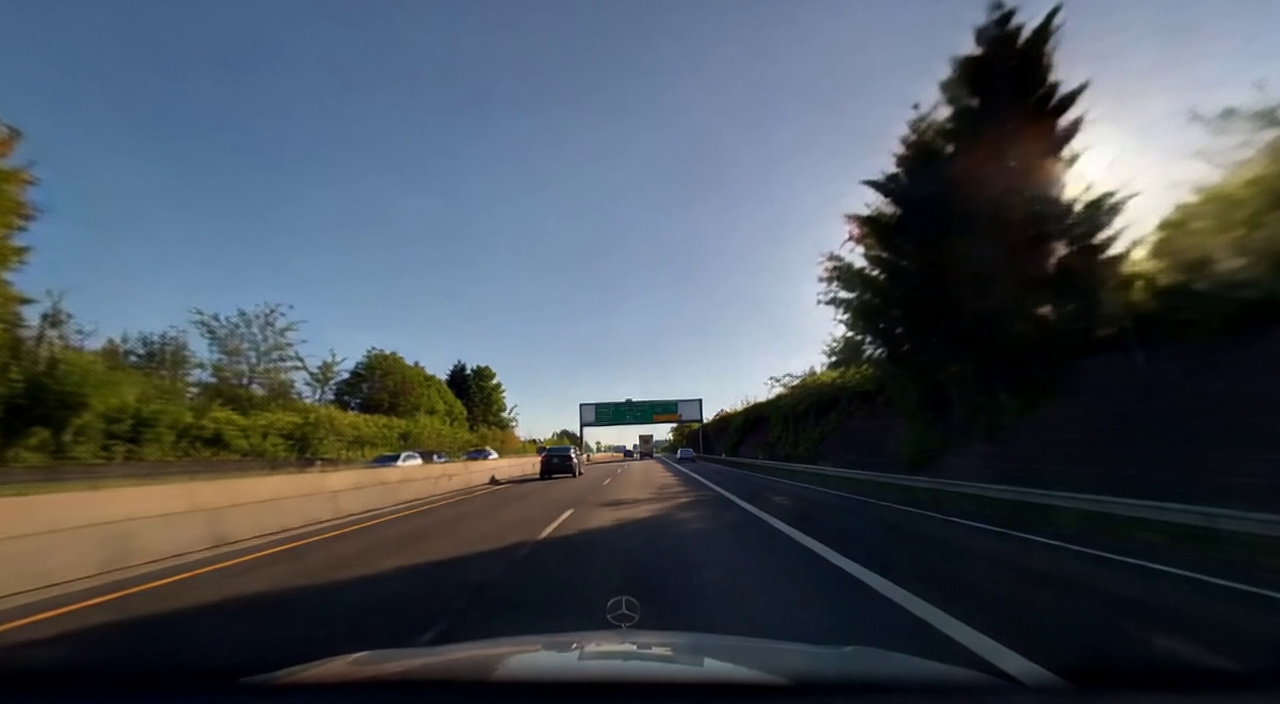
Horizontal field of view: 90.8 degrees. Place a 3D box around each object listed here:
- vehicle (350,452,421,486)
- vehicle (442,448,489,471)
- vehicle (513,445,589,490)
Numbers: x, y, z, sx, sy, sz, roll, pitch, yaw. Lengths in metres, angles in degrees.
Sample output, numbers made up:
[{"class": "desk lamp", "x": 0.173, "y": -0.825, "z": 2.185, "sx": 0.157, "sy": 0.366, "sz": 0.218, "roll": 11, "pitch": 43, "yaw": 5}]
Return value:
[{"class": "vehicle", "x": -11.819, "y": 5.426, "z": 29.548, "sx": 1.738, "sy": 1.417, "sz": 3.669, "roll": 0, "pitch": -9, "yaw": 1}, {"class": "vehicle", "x": -12.043, "y": 7.436, "z": 43.856, "sx": 1.936, "sy": 1.525, "sz": 4.548, "roll": 0, "pitch": -9, "yaw": 1}, {"class": "vehicle", "x": -3.145, "y": 4.185, "z": 23.251, "sx": 2.020, "sy": 1.475, "sz": 4.434, "roll": 0, "pitch": -9, "yaw": 2}]
